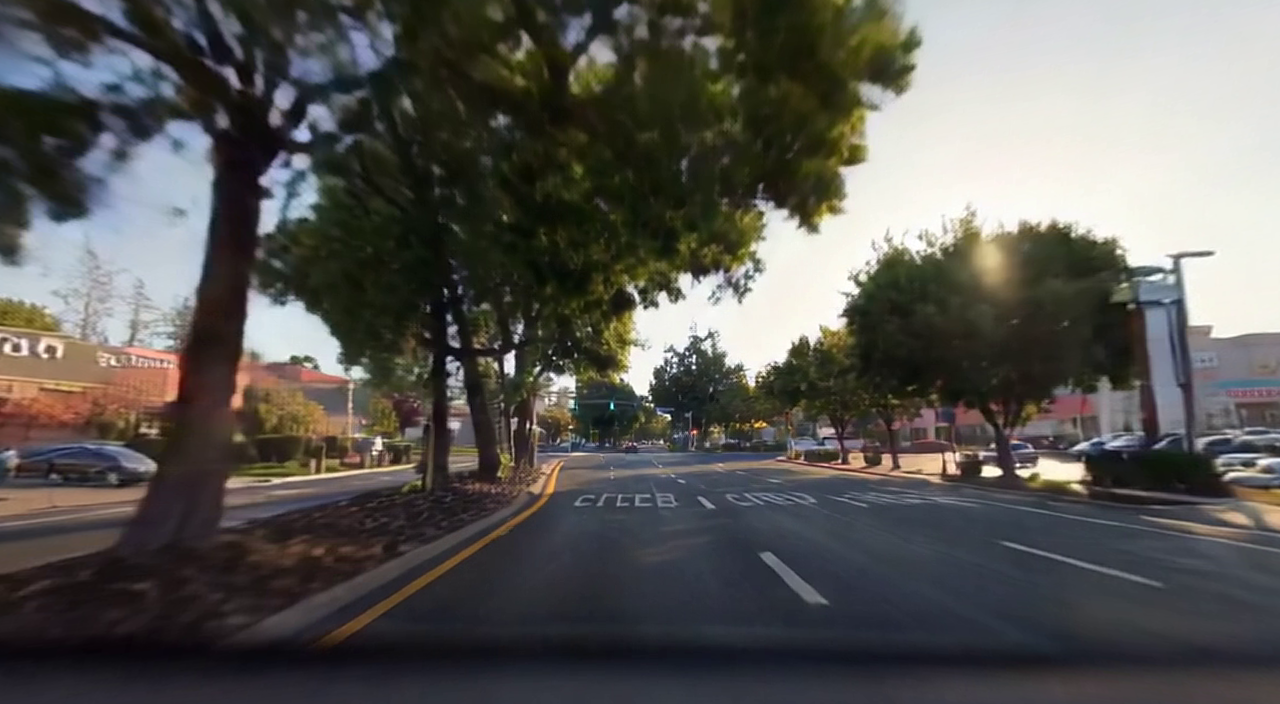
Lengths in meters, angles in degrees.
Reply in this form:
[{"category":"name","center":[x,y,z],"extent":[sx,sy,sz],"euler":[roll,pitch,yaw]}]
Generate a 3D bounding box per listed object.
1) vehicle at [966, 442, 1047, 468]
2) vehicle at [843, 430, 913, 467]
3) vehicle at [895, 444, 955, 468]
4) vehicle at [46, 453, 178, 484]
[{"category":"vehicle","center":[22.591,6.379,39.143],"extent":[1.791,1.458,4.316],"euler":[0,-9,-12]},{"category":"vehicle","center":[14.823,6.092,39.748],"extent":[2.235,2.016,5.481],"euler":[-2,-9,0]},{"category":"vehicle","center":[17.810,6.512,39.677],"extent":[1.873,1.383,3.754],"euler":[0,-9,-3]},{"category":"vehicle","center":[-26.739,5.885,32.135],"extent":[4.777,1.469,1.937],"euler":[1,-9,-5]}]
